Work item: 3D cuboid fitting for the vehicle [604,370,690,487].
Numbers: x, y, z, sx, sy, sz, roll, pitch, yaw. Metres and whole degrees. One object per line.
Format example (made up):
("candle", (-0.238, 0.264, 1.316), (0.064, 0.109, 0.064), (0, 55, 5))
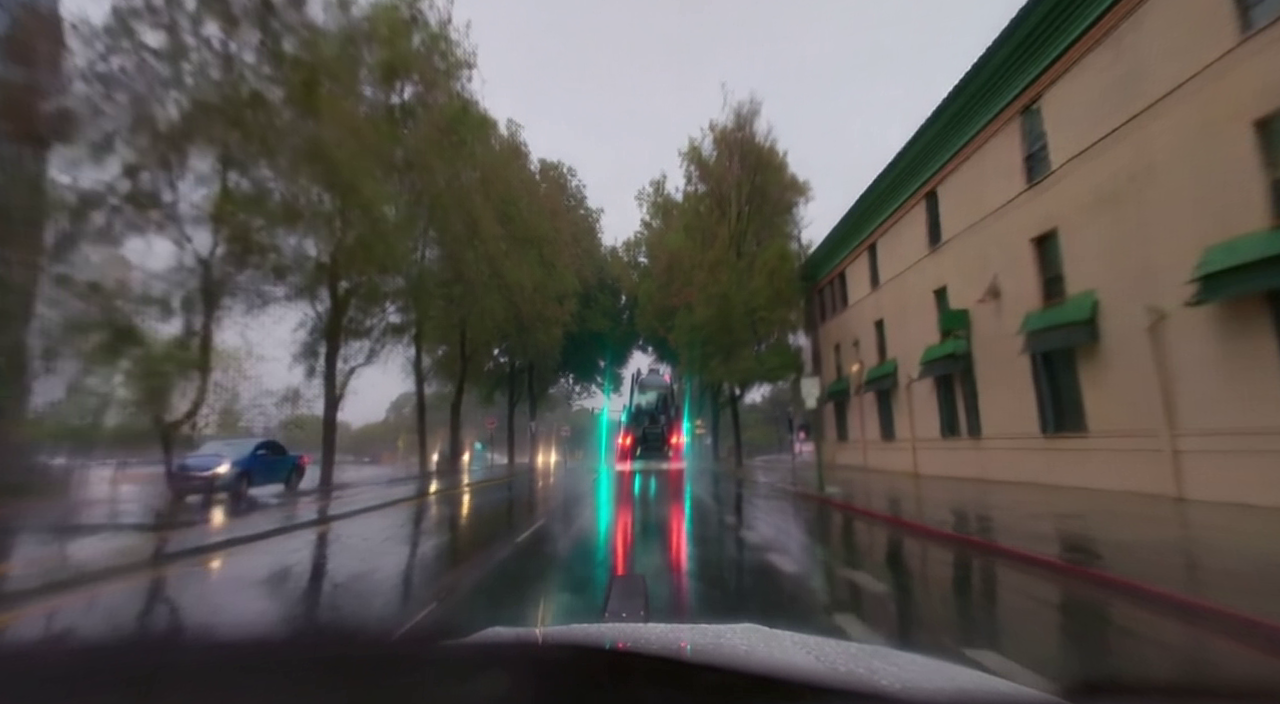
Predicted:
("vehicle", (0.203, 3.116, 24.367), (2.552, 3.461, 11.044), (-1, -9, 0))

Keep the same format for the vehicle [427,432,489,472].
("vehicle", (-12.081, 6.712, 42.415), (2.404, 2.444, 5.799), (0, -9, 0))

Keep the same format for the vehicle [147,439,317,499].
("vehicle", (-15.083, 4.332, 23.956), (2.225, 1.946, 6.187), (0, -9, 1))

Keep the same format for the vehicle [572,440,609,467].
("vehicle", (-3.210, 6.751, 41.910), (2.081, 1.688, 4.235), (0, -9, 0))
